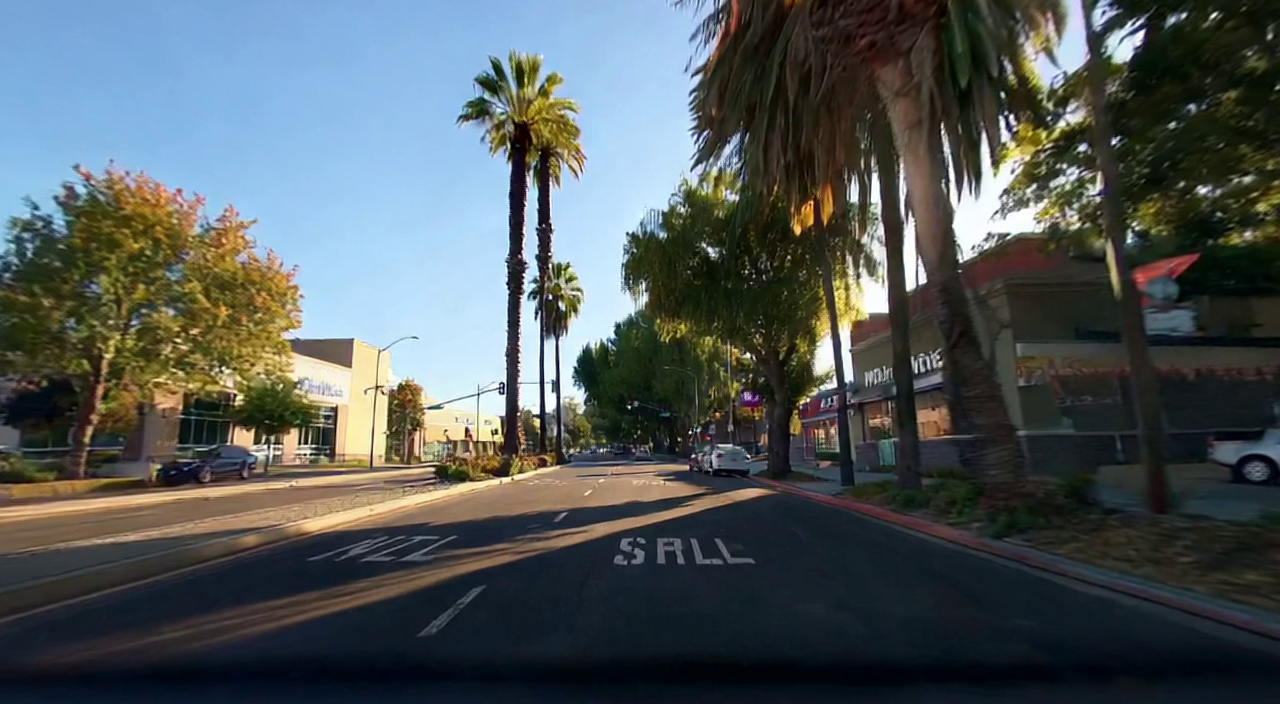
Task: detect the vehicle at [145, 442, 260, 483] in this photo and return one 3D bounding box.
[{"bbox_3d":[-20.331,5.196,29.466,2.097,1.772,4.576,0,-10,-1],"label":"vehicle"}]

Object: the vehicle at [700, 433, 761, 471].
[{"bbox_3d":[4.264,4.807,30.292,2.089,1.652,4.668,2,-9,-2],"label":"vehicle"}]
